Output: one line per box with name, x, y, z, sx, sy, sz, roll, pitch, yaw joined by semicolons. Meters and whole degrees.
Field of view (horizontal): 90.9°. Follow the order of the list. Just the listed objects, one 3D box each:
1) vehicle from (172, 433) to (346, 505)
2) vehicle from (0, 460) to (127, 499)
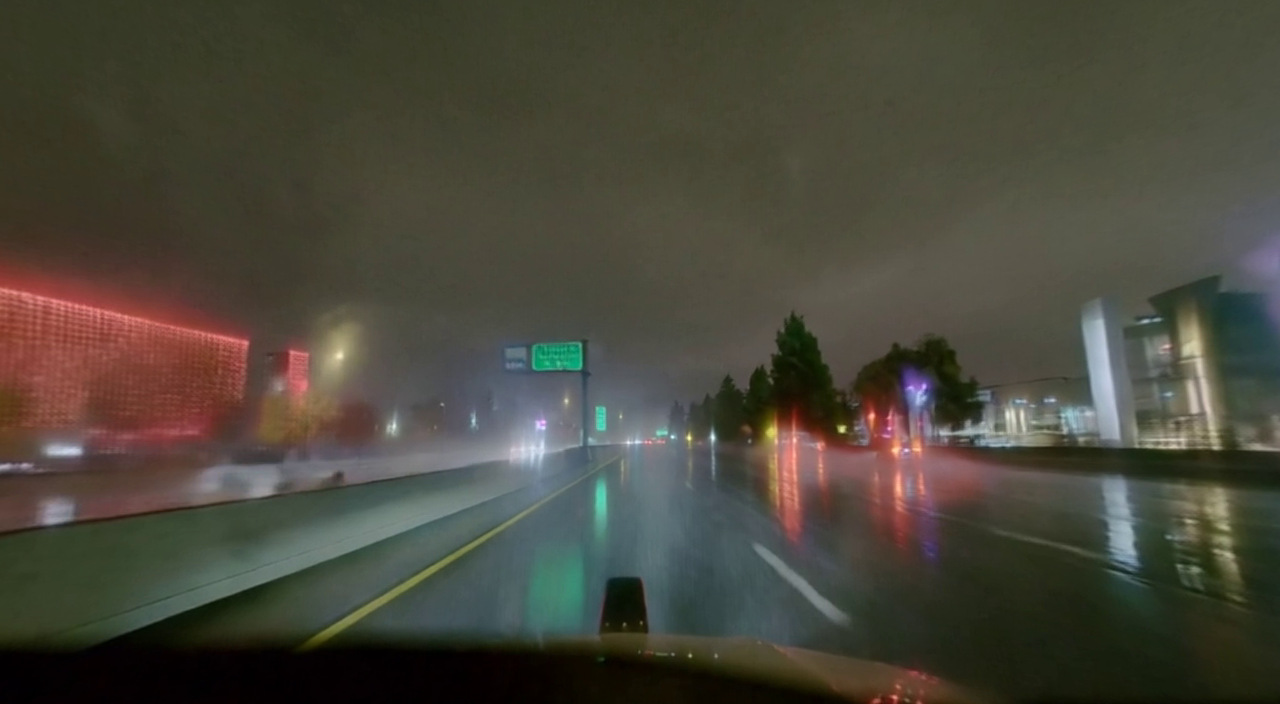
vehicle;-11.458;3.536;19.548;2.171;1.915;5.048;0;-8;0
vehicle;-26.182;5.678;28.522;1.959;1.476;4.795;0;-8;-1
